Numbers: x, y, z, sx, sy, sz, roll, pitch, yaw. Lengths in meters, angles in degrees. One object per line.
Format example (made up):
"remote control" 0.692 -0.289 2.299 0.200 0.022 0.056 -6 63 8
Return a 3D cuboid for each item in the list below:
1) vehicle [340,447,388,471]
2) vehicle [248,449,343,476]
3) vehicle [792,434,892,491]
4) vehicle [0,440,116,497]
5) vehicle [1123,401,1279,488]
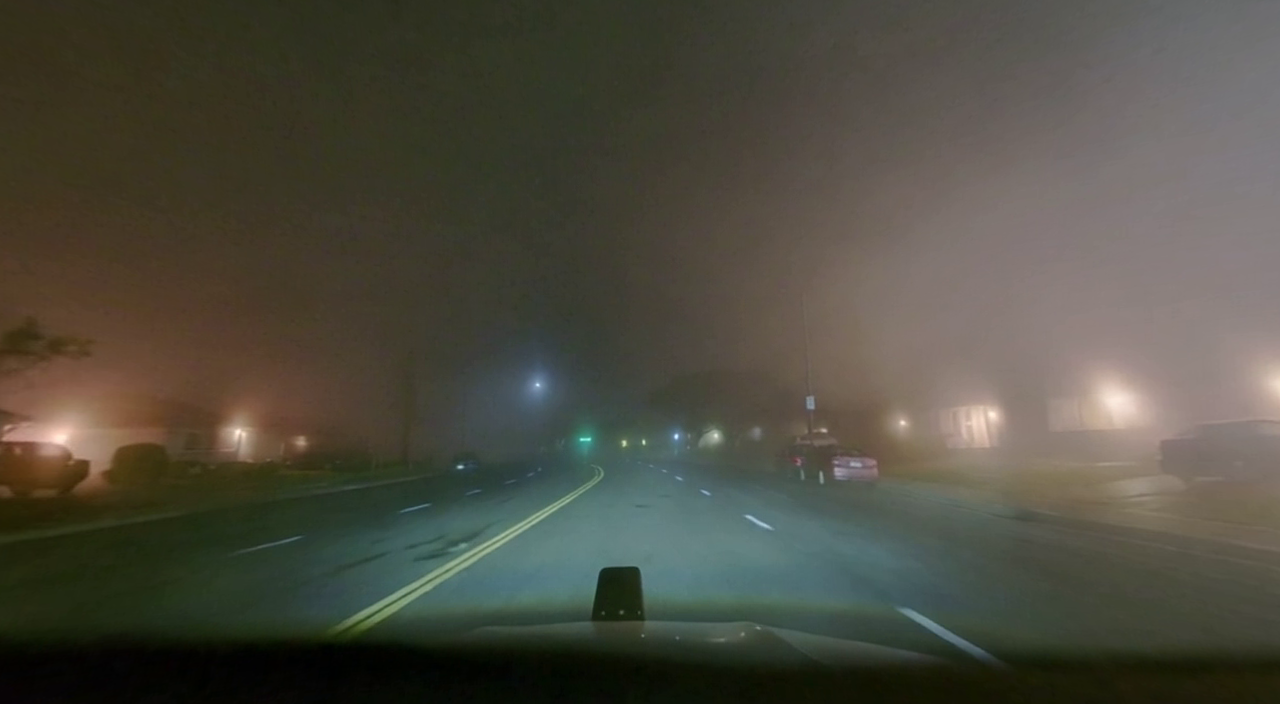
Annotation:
"vehicle" -18.770 7.290 43.140 1.998 1.492 4.660 1 -8 -11
"vehicle" -20.127 6.441 37.085 4.367 1.466 1.980 0 -8 -3
"vehicle" 6.760 3.741 21.763 1.996 1.745 4.556 -1 -8 1
"vehicle" -21.171 3.823 20.857 5.659 1.769 2.073 0 -8 -3
"vehicle" 15.231 2.203 15.678 4.513 1.818 2.159 -5 -8 0
